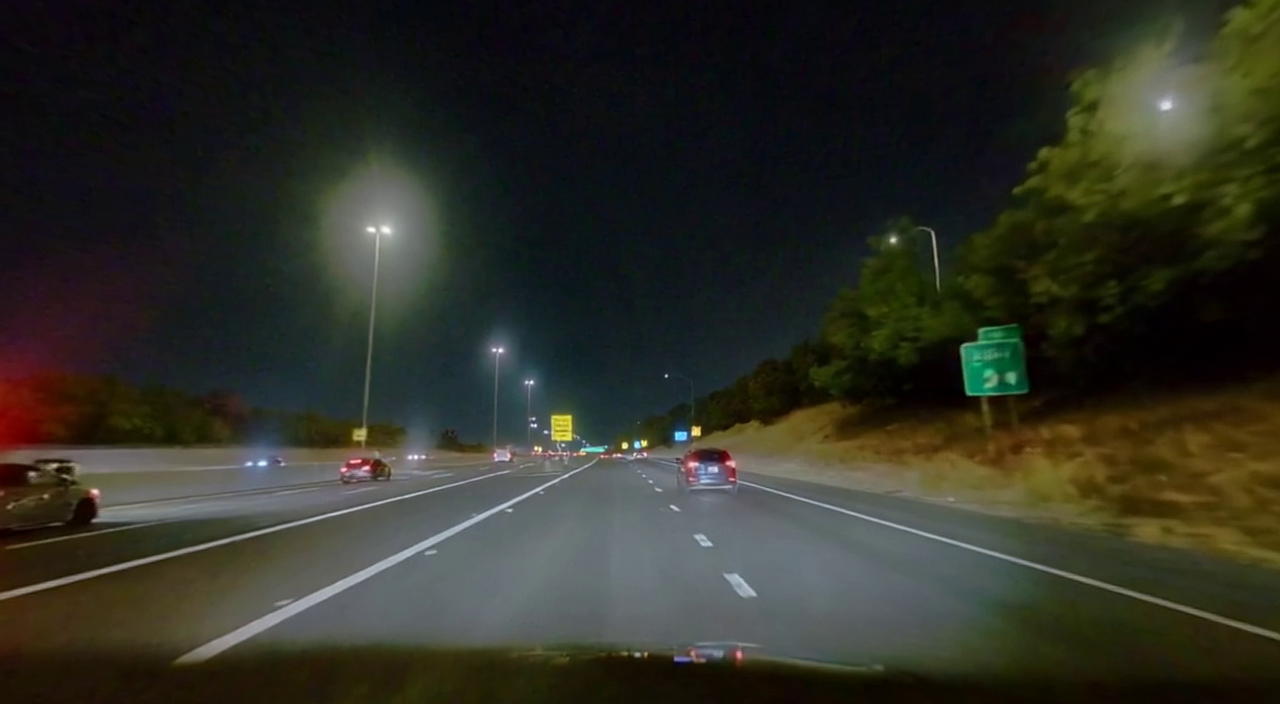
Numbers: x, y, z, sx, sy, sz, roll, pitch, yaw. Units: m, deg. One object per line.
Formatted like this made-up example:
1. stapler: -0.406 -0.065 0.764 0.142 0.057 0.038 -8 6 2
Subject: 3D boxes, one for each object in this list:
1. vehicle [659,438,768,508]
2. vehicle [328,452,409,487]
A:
1. vehicle: 1.700 3.026 16.215 2.079 1.535 4.316 1 -9 -3
2. vehicle: -13.286 5.750 31.166 2.072 1.545 4.687 1 -9 -3
